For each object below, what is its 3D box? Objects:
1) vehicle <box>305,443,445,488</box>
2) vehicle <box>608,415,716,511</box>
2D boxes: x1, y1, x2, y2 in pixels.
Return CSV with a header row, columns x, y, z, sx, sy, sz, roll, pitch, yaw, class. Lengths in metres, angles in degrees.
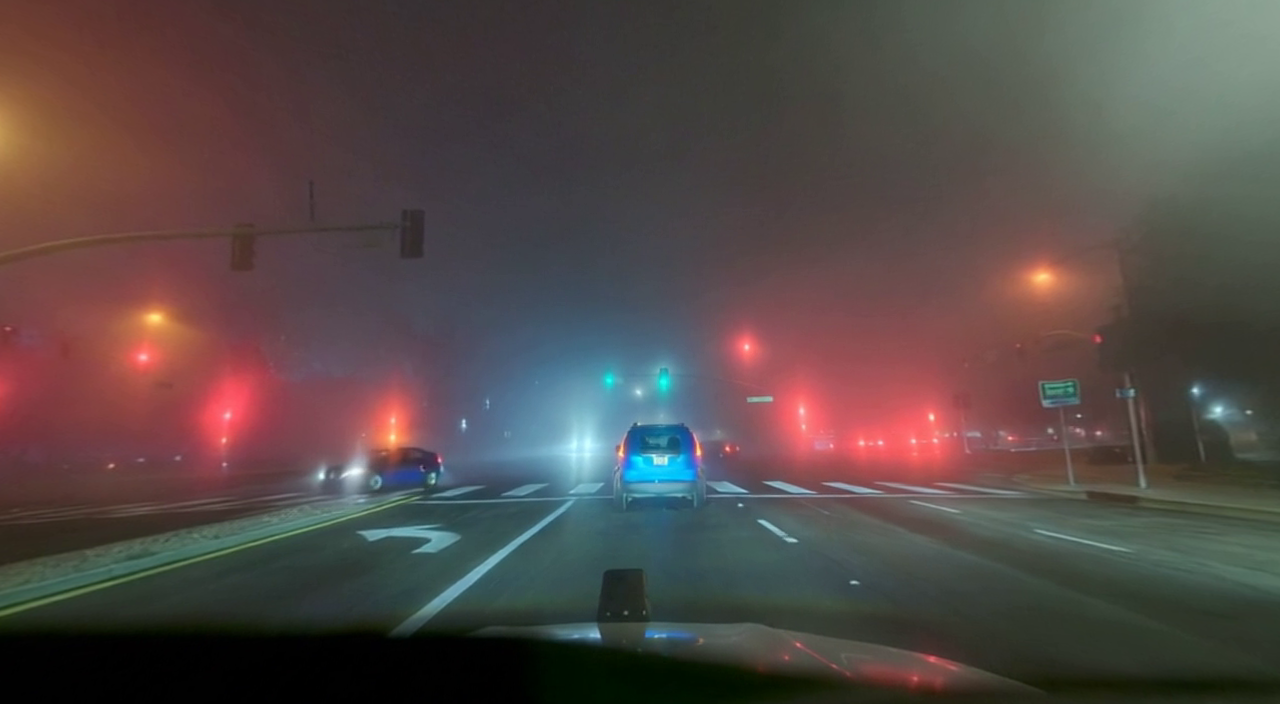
x,y,z,sx,sy,sz,roll,pitch,yaw,class
-9.804,4.211,23.820,2.013,1.486,4.705,-4,-9,24,vehicle
0.420,2.362,13.845,1.994,1.759,4.186,0,-8,0,vehicle
